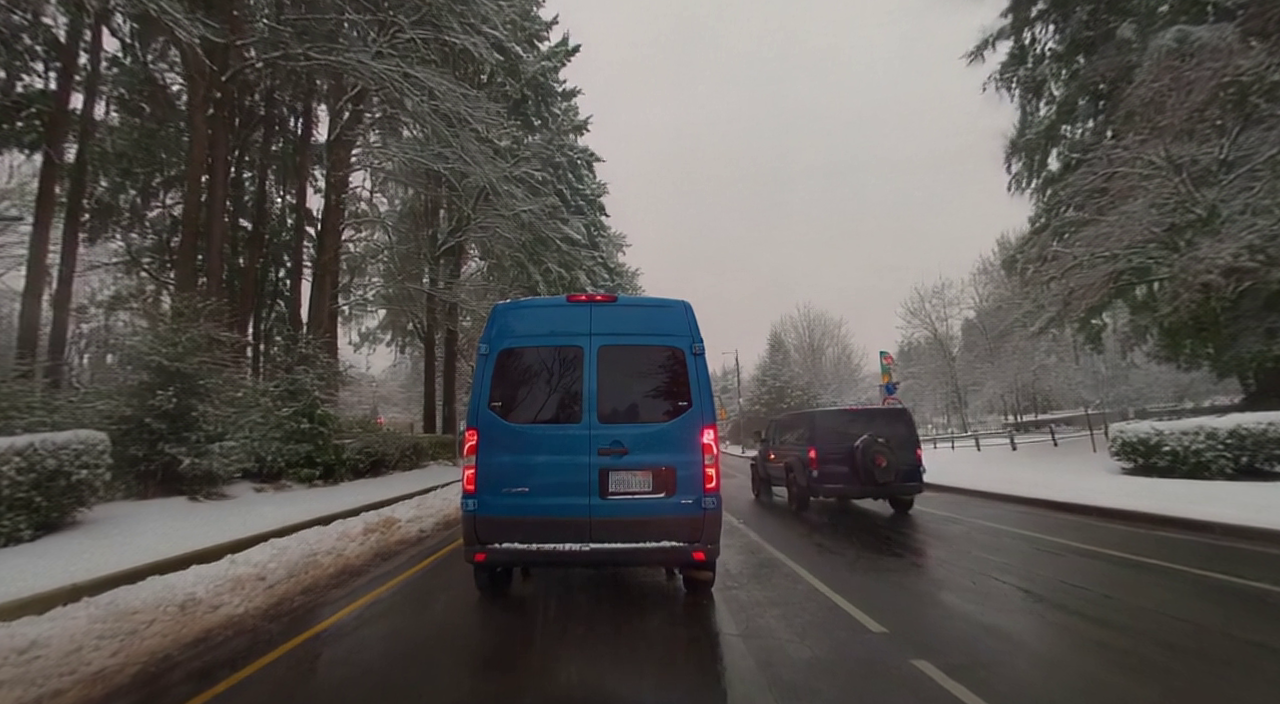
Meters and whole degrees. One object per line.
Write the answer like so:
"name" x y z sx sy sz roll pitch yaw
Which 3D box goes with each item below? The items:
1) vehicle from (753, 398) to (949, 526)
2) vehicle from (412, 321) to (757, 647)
"vehicle" 3.477 1.923 11.372 1.988 1.873 3.968 0 -9 -2
"vehicle" -0.307 1.130 6.195 2.145 2.046 4.309 0 -9 1
